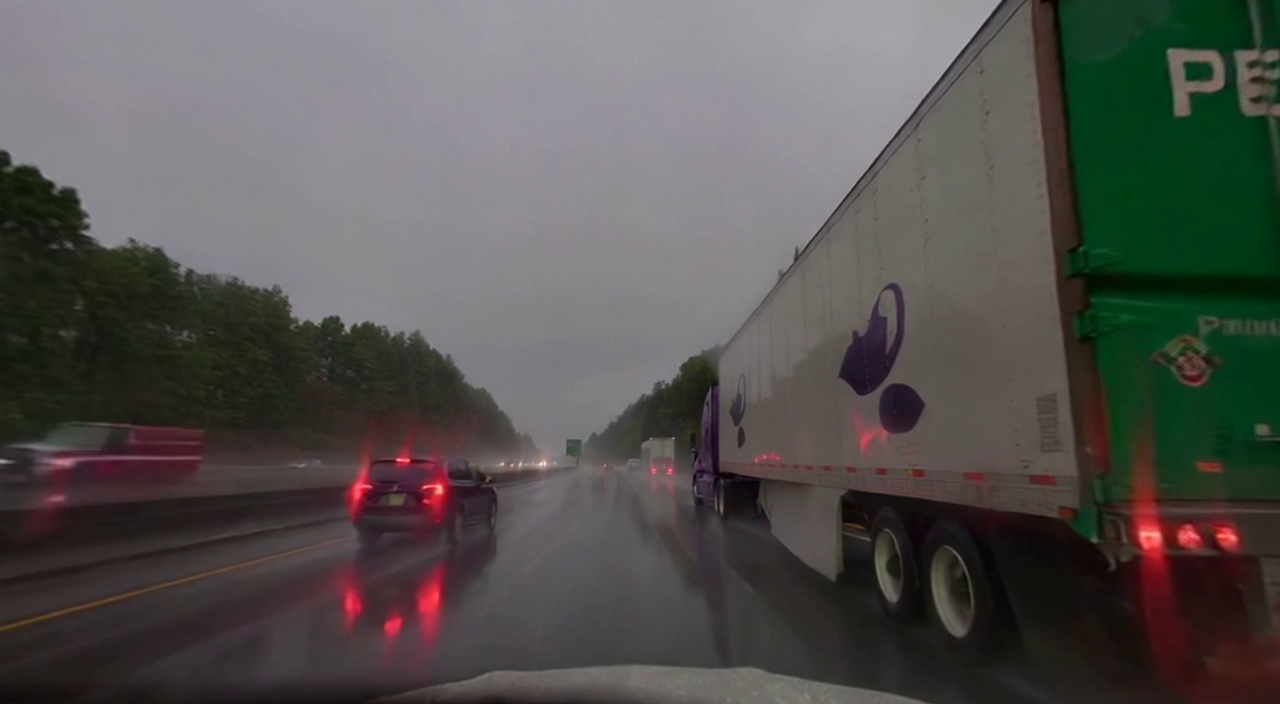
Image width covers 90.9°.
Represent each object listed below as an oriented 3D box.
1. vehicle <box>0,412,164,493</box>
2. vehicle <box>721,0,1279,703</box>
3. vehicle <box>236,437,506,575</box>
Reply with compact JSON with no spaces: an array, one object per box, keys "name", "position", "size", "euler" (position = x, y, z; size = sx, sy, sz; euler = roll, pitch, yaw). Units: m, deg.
[{"name":"vehicle","position":[-16.149,2.800,17.419],"size":[2.114,1.913,4.865],"euler":[1,-10,0]},{"name":"vehicle","position":[3.604,0.984,9.341],"size":[2.856,4.040,14.009],"euler":[1,-10,0]},{"name":"vehicle","position":[-3.699,2.262,9.956],"size":[2.010,1.580,4.949],"euler":[1,-10,1]}]
